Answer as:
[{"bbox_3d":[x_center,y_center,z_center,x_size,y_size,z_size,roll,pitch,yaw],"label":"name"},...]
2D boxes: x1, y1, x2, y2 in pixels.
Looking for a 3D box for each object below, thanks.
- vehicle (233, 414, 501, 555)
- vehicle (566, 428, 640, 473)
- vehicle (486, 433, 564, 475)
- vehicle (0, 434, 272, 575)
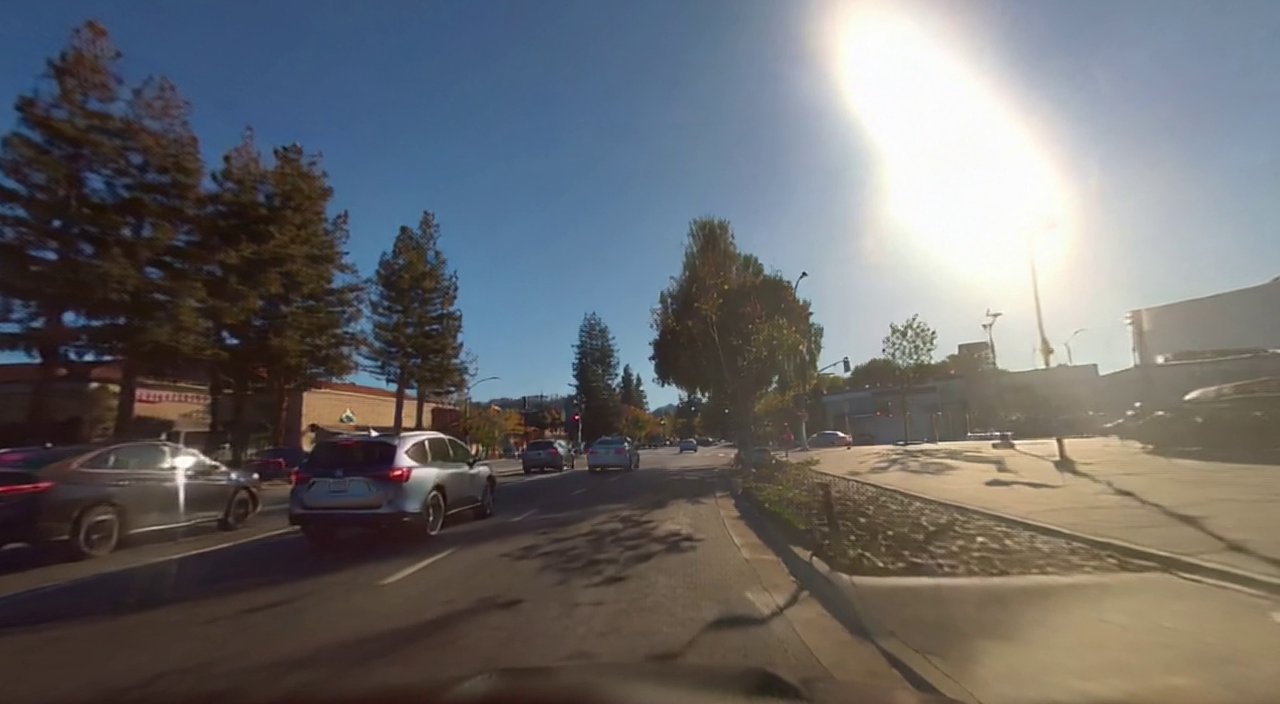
[{"bbox_3d":[-3.747,1.889,9.679,2.002,1.664,4.113,-1,-8,4],"label":"vehicle"},{"bbox_3d":[-1.535,4.392,28.255,2.167,1.832,4.679,-2,-9,11],"label":"vehicle"},{"bbox_3d":[-5.296,4.785,29.870,2.160,1.779,4.549,-2,-8,10],"label":"vehicle"},{"bbox_3d":[-7.622,2.023,9.197,1.974,1.558,3.949,-1,-8,3],"label":"vehicle"}]
